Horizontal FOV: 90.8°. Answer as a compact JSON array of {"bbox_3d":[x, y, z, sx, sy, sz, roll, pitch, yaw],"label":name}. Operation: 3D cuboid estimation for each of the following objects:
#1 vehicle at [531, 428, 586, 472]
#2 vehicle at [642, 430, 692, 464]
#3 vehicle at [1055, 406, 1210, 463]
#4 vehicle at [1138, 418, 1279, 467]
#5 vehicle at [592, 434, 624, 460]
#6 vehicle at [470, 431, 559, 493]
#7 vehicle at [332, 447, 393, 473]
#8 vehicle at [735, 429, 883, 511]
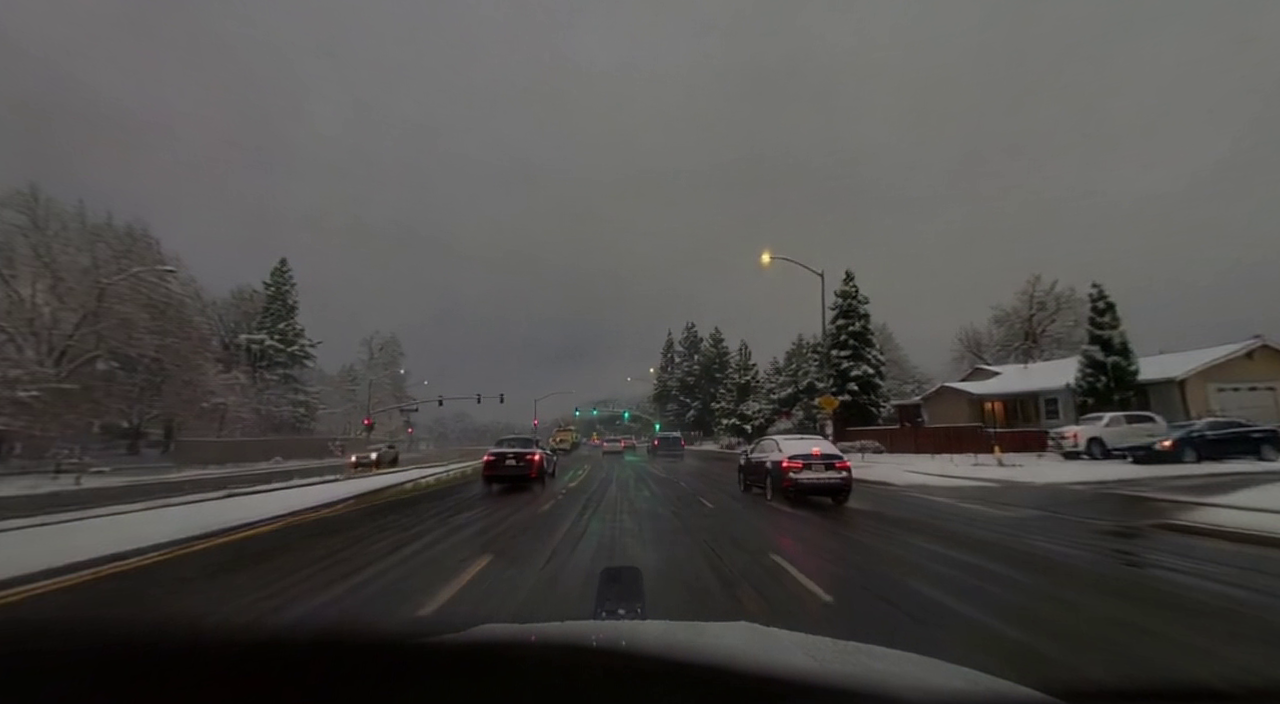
[{"bbox_3d":[-3.868,4.819,31.214,2.354,1.948,6.355,0,-8,-4],"label":"vehicle"},{"bbox_3d":[1.608,6.042,40.298,2.391,1.960,5.600,1,-8,-5],"label":"vehicle"},{"bbox_3d":[19.418,3.267,24.943,5.335,2.053,2.123,3,-9,-20],"label":"vehicle"},{"bbox_3d":[19.635,3.072,21.605,4.372,1.425,1.833,0,-8,-18],"label":"vehicle"},{"bbox_3d":[-2.462,7.269,48.172,2.164,1.867,4.254,1,-8,-6],"label":"vehicle"},{"bbox_3d":[-3.547,3.175,18.606,1.922,1.577,4.140,0,-8,-2],"label":"vehicle"},{"bbox_3d":[-16.625,6.454,38.099,2.004,1.465,4.300,0,-8,-4],"label":"vehicle"},{"bbox_3d":[3.419,2.467,13.687,1.870,1.491,4.009,0,-8,-3],"label":"vehicle"}]
